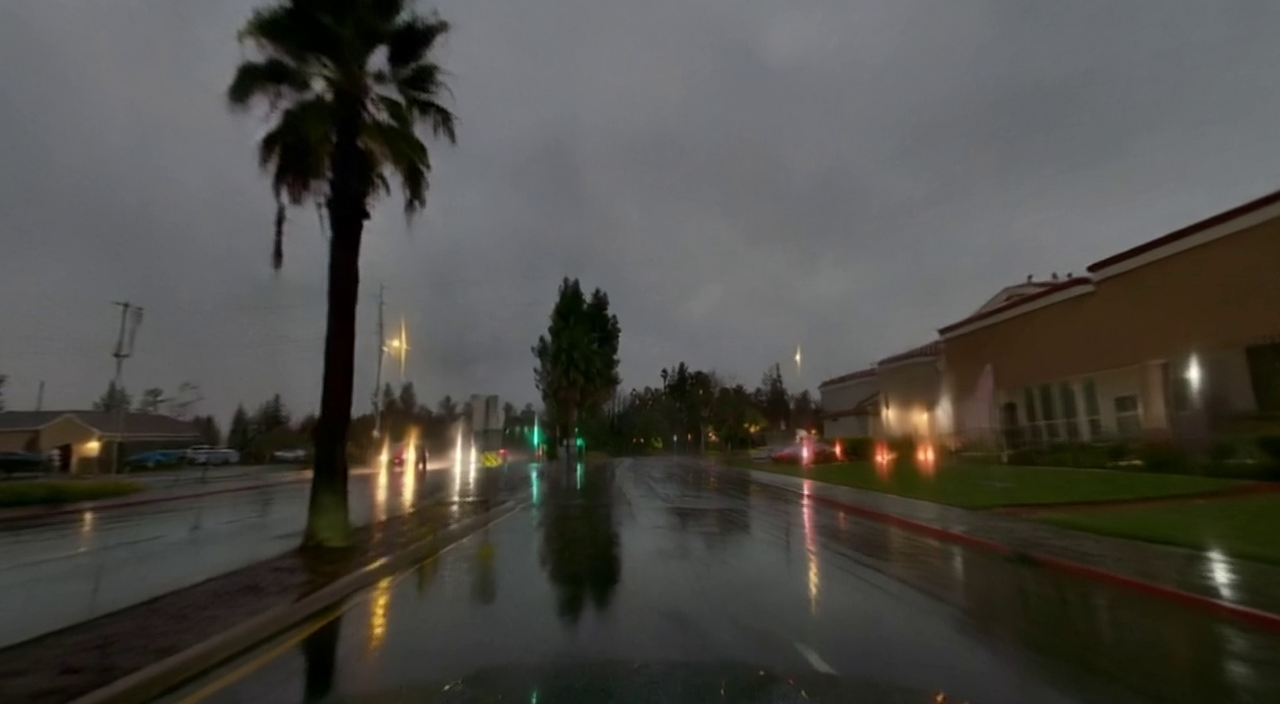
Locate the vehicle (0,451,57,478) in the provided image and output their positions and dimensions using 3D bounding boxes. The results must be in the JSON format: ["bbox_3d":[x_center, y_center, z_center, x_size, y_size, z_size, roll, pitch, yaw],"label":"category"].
[{"bbox_3d":[-37.823,6.703,37.678,1.919,1.502,4.695,1,-9,-6],"label":"vehicle"}]

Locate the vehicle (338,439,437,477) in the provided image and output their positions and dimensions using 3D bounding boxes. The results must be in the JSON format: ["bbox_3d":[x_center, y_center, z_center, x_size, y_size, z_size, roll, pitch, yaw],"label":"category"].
[{"bbox_3d":[-13.347,5.602,33.466,4.651,1.863,2.174,-4,-10,25],"label":"vehicle"}]
